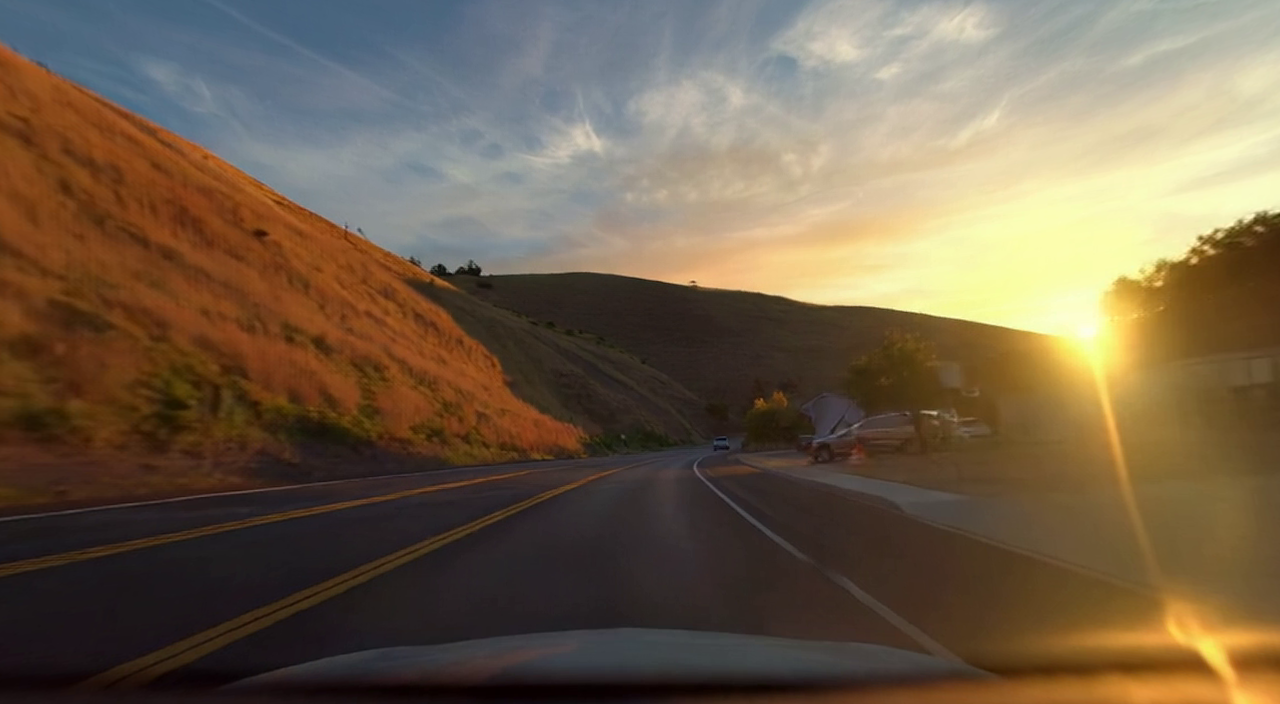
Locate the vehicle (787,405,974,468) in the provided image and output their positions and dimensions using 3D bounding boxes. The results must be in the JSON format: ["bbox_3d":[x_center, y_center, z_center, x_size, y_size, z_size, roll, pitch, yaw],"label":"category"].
[{"bbox_3d":[9.042,3.353,24.480,2.216,1.887,6.388,2,-11,-37],"label":"vehicle"}]

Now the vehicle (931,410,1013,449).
[{"bbox_3d":[20.049,4.782,38.382,2.164,1.875,4.545,-4,-10,-4],"label":"vehicle"}]
